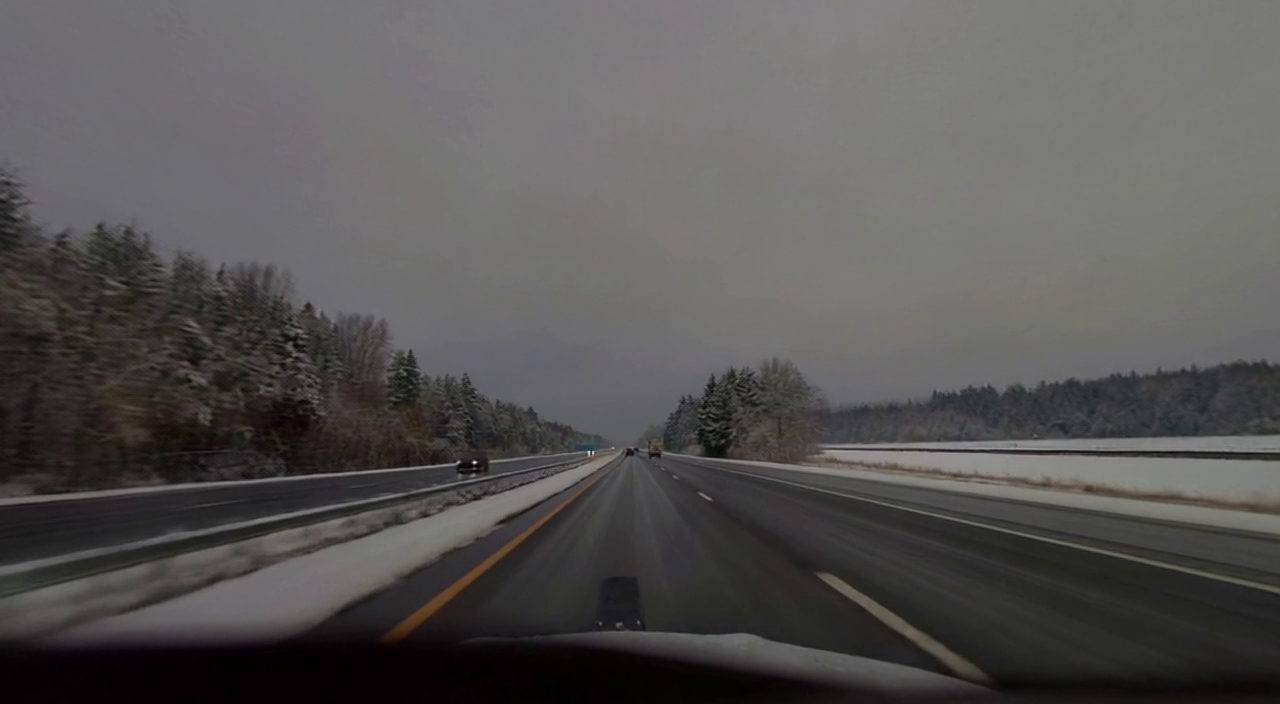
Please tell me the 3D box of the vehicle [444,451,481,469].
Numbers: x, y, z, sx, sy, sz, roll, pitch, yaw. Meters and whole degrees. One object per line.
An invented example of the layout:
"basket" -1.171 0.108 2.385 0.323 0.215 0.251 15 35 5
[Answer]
"vehicle" -12.847 7.808 45.797 1.644 1.235 3.646 0 -9 0
